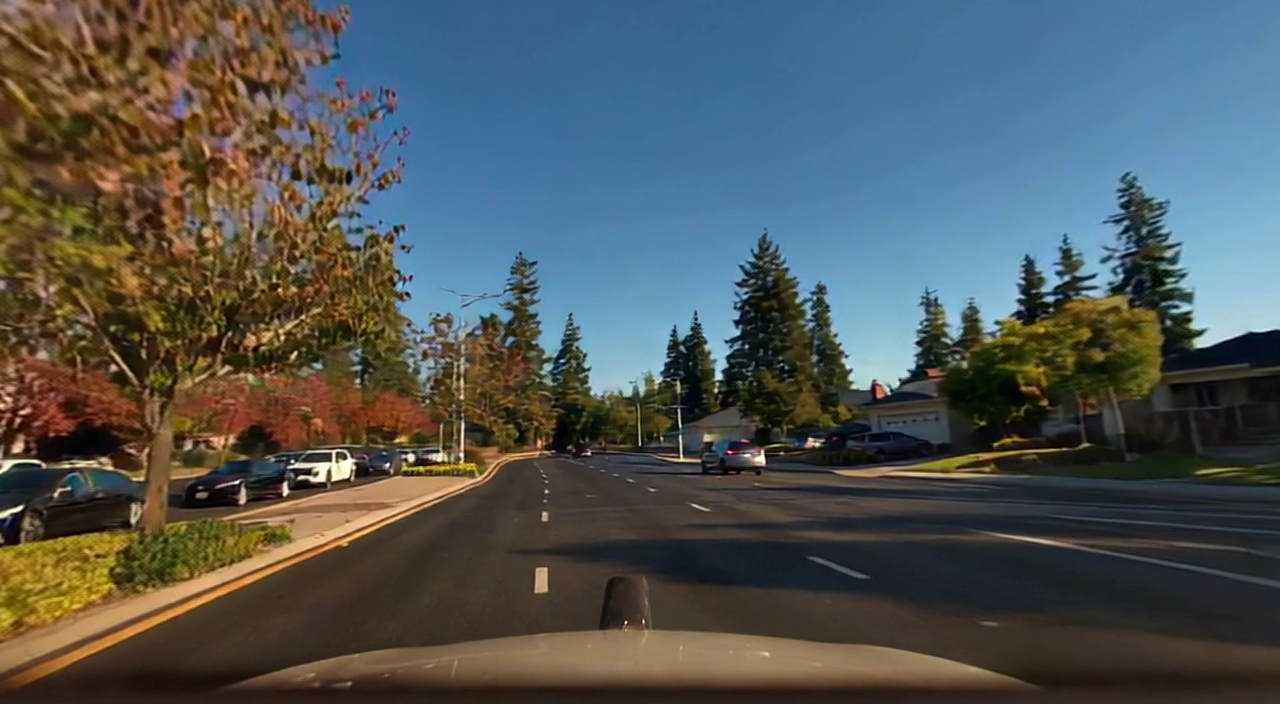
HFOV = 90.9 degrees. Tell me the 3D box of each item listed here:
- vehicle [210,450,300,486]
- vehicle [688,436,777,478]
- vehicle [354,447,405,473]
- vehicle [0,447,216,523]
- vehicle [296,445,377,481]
[{"bbox_3d":[-17.509,5.293,28.949,1.759,1.451,4.436,-1,-9,-6],"label":"vehicle"},{"bbox_3d":[4.331,5.022,30.474,2.102,1.798,4.995,3,-9,-20],"label":"vehicle"},{"bbox_3d":[-17.033,7.027,41.388,2.185,1.442,4.180,-1,-8,-9],"label":"vehicle"},{"bbox_3d":[-12.186,2.920,14.565,2.043,1.431,4.659,1,-8,-8],"label":"vehicle"},{"bbox_3d":[-14.229,5.193,29.878,2.057,1.537,4.410,1,-8,-6],"label":"vehicle"}]
